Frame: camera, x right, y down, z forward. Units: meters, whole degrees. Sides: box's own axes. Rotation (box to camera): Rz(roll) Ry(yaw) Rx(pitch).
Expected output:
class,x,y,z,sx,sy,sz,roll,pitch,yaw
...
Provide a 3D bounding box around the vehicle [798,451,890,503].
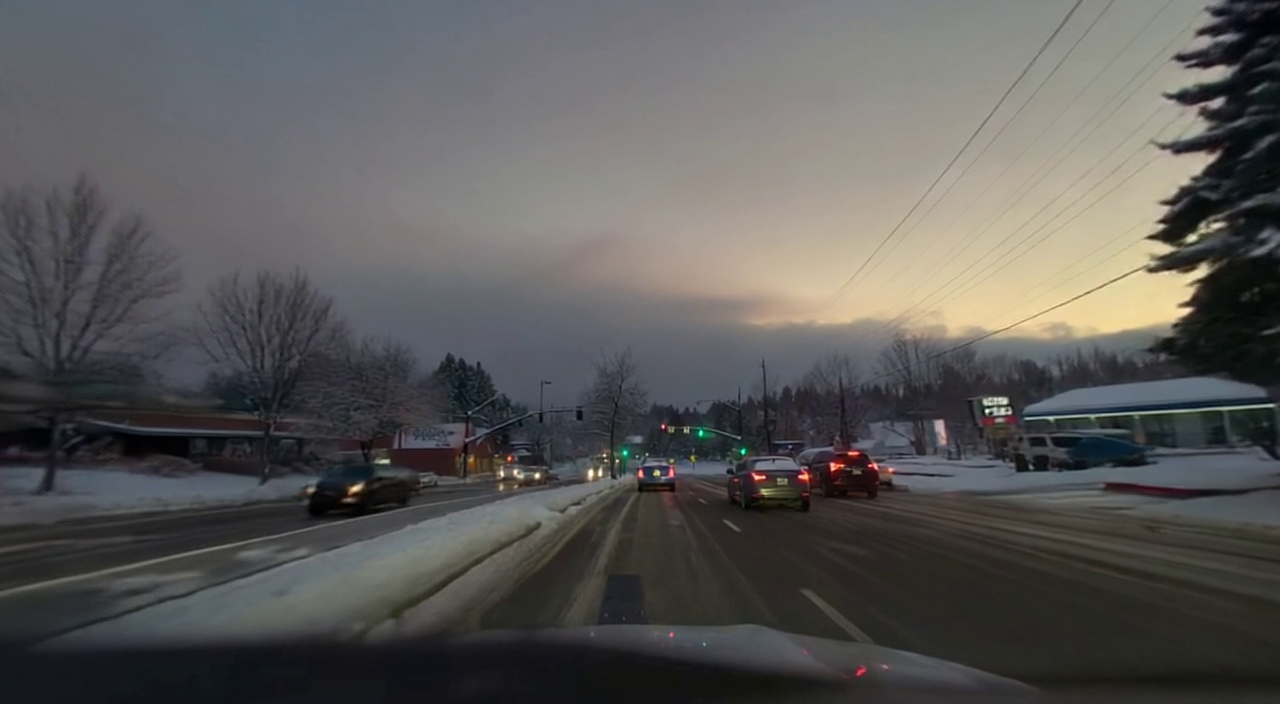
class,x,y,z,sx,sy,sz,roll,pitch,yaw
vehicle,7.551,4.631,23.822,2.040,1.738,4.414,0,-8,1

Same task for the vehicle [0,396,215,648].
class,x,y,z,sx,sy,sz,roll,pitch,yaw
vehicle,-5.343,1.142,4.021,2.180,1.646,4.467,-2,-10,-1

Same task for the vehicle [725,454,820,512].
class,x,y,z,sx,sy,sz,roll,pitch,yaw
vehicle,3.912,3.927,19.478,1.963,1.484,4.609,0,-8,0

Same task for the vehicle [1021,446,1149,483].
class,x,y,z,sx,sy,sz,roll,pitch,yaw
vehicle,22.184,5.628,31.595,4.718,1.628,2.008,-3,-8,5

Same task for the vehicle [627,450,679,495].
class,x,y,z,sx,sy,sz,roll,pitch,yaw
vehicle,0.615,5.437,28.891,2.210,1.861,4.280,0,-8,1

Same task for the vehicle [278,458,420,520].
class,x,y,z,sx,sy,sz,roll,pitch,yaw
vehicle,-8.583,4.056,19.176,1.906,1.519,4.797,0,-8,2

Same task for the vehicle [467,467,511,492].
class,x,y,z,sx,sy,sz,roll,pitch,yaw
vehicle,-11.655,9.806,48.865,2.183,1.674,4.481,0,-8,1

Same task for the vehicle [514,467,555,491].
class,x,y,z,sx,sy,sz,roll,pitch,yaw
vehicle,-7.613,9.216,45.942,2.078,1.465,4.632,0,-8,1
